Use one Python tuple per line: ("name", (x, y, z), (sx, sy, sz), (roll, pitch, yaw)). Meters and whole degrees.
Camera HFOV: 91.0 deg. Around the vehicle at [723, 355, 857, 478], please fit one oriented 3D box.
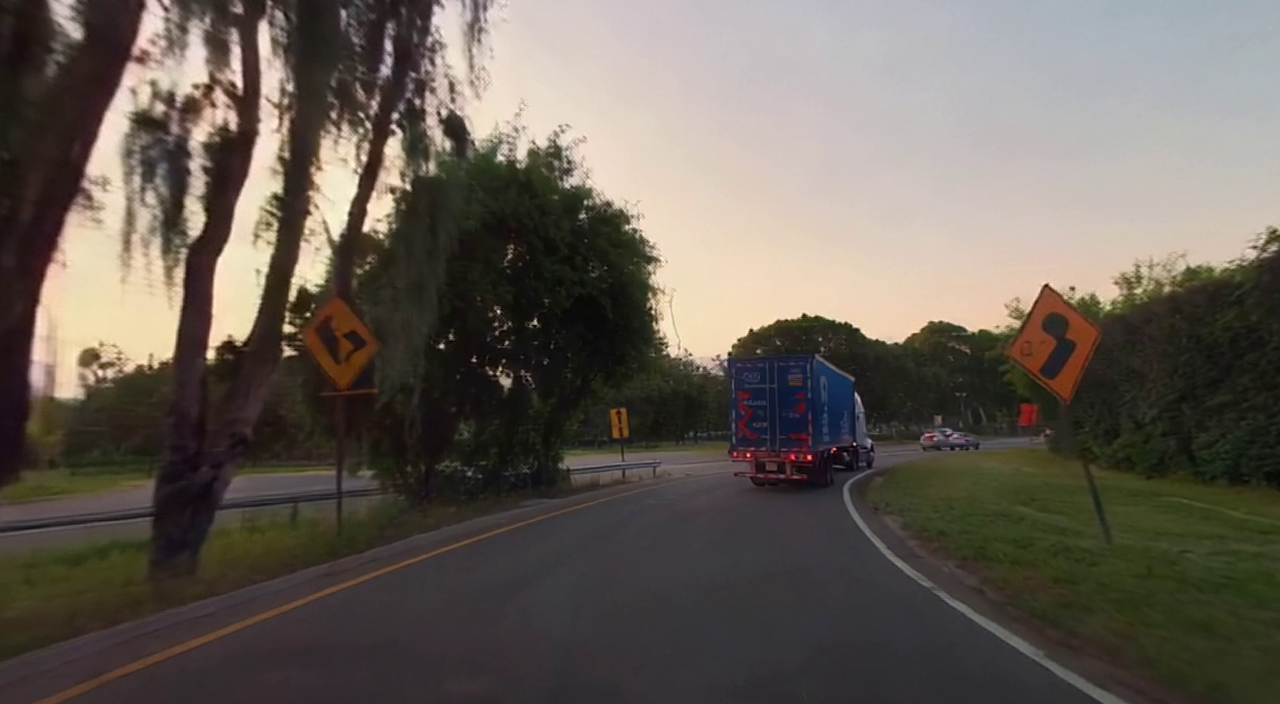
("vehicle", (5.963, 2.536, 23.539), (2.937, 3.647, 9.344), (-4, -9, 24))
